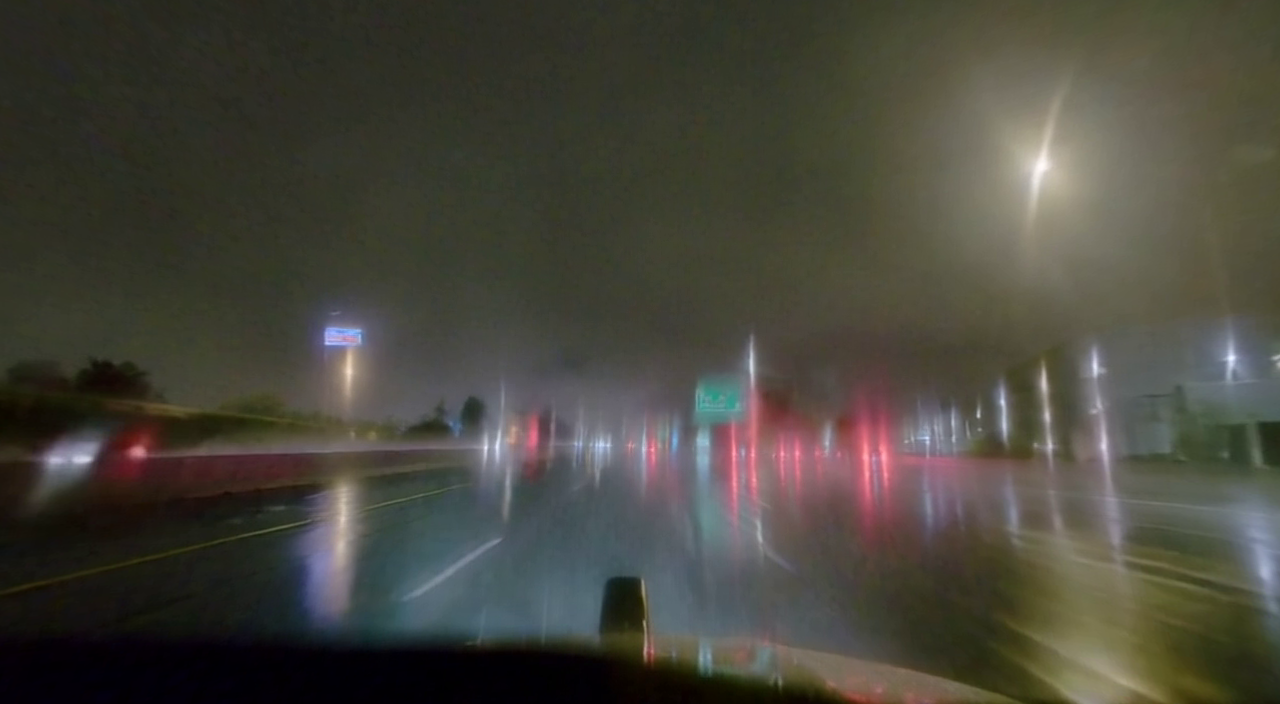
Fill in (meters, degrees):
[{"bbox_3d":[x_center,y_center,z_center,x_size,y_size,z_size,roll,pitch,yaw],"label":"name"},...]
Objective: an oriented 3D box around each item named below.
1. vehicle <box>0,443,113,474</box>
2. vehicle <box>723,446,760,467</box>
[{"bbox_3d":[-28.882,5.232,31.167,1.782,1.430,4.357,0,-8,0],"label":"vehicle"},{"bbox_3d":[7.691,7.947,48.106,2.056,1.465,4.304,0,-8,-1],"label":"vehicle"}]
